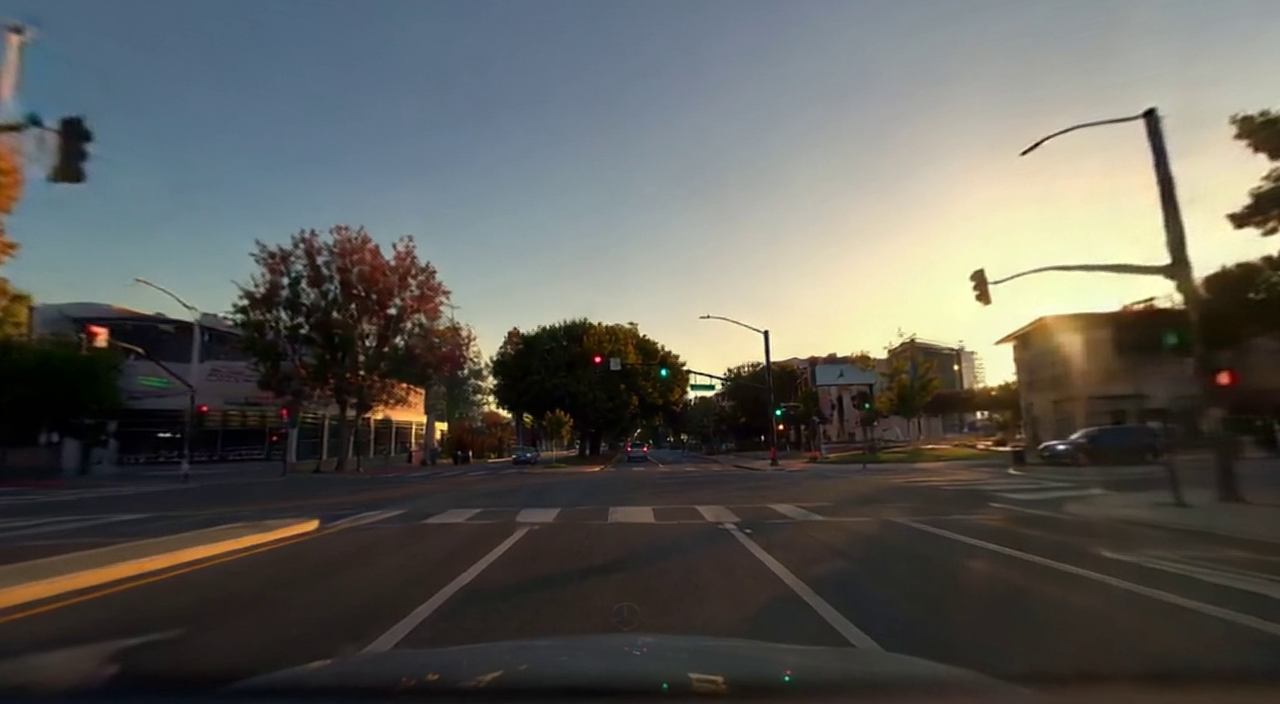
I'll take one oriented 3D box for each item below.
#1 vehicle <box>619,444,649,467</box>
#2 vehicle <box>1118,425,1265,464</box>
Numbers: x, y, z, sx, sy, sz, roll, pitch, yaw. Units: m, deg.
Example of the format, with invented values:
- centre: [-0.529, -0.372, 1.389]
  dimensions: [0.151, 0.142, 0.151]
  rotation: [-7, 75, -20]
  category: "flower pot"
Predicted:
- centre: [-0.465, 7.420, 45.469]
  dimensions: [2.045, 1.510, 3.690]
  rotation: [0, -9, -1]
  category: "vehicle"
- centre: [26.427, 4.444, 30.417]
  dimensions: [4.922, 1.746, 2.341]
  rotation: [0, -9, -3]
  category: "vehicle"
